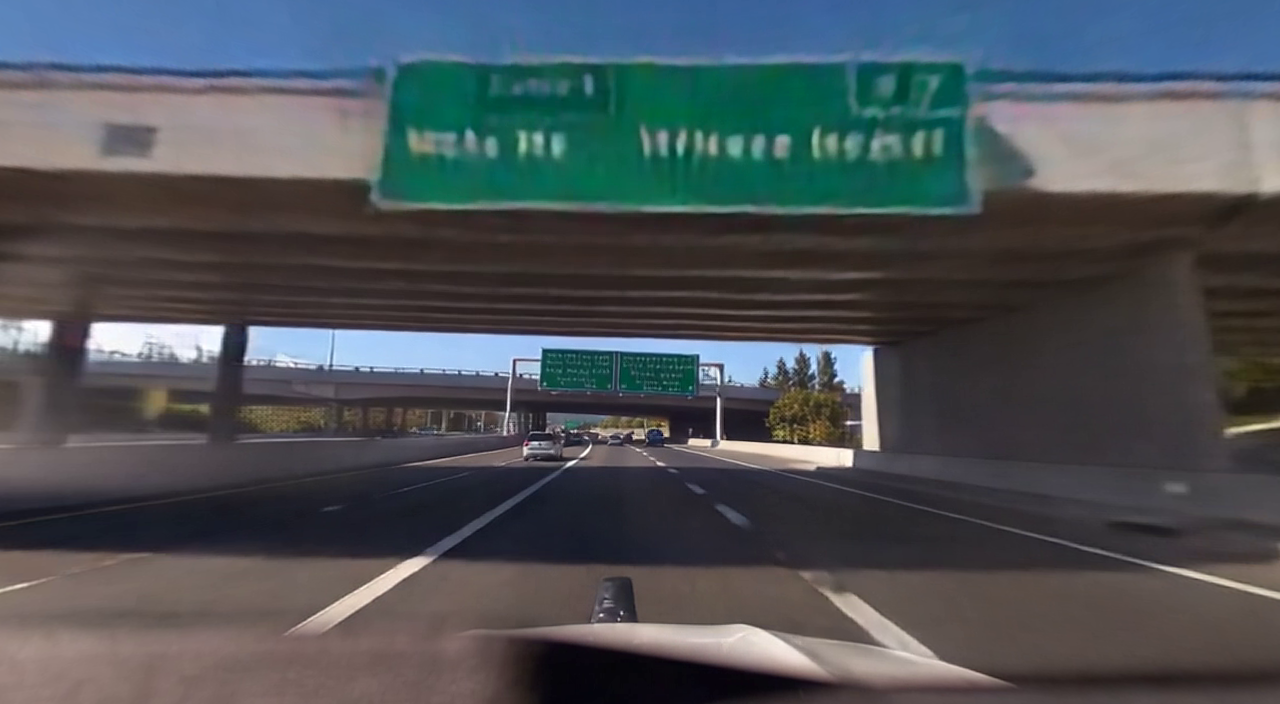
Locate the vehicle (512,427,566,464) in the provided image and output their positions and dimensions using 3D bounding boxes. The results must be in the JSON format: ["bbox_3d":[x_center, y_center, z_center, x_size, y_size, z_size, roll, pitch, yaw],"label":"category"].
[{"bbox_3d":[-4.516,4.263,28.784,1.878,1.548,3.966,0,-8,-1],"label":"vehicle"}]
